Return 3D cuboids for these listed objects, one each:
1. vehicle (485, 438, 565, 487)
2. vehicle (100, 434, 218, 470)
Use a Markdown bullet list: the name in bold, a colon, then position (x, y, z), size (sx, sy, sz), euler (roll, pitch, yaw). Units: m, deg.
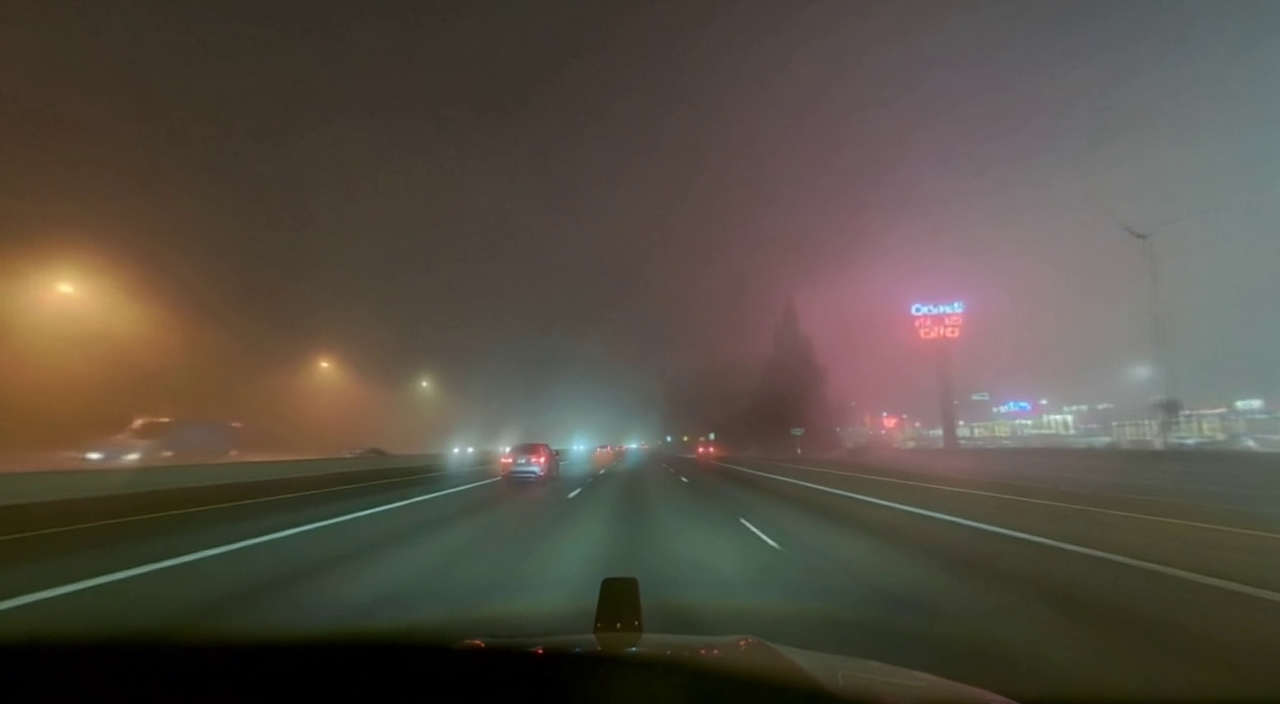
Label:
- **vehicle**: position (-3.870, 3.788, 22.019), size (1.939, 1.508, 4.272), euler (0, -8, 0)
- **vehicle**: position (-27.388, 5.728, 36.292), size (2.333, 1.873, 5.556), euler (0, -8, 1)
